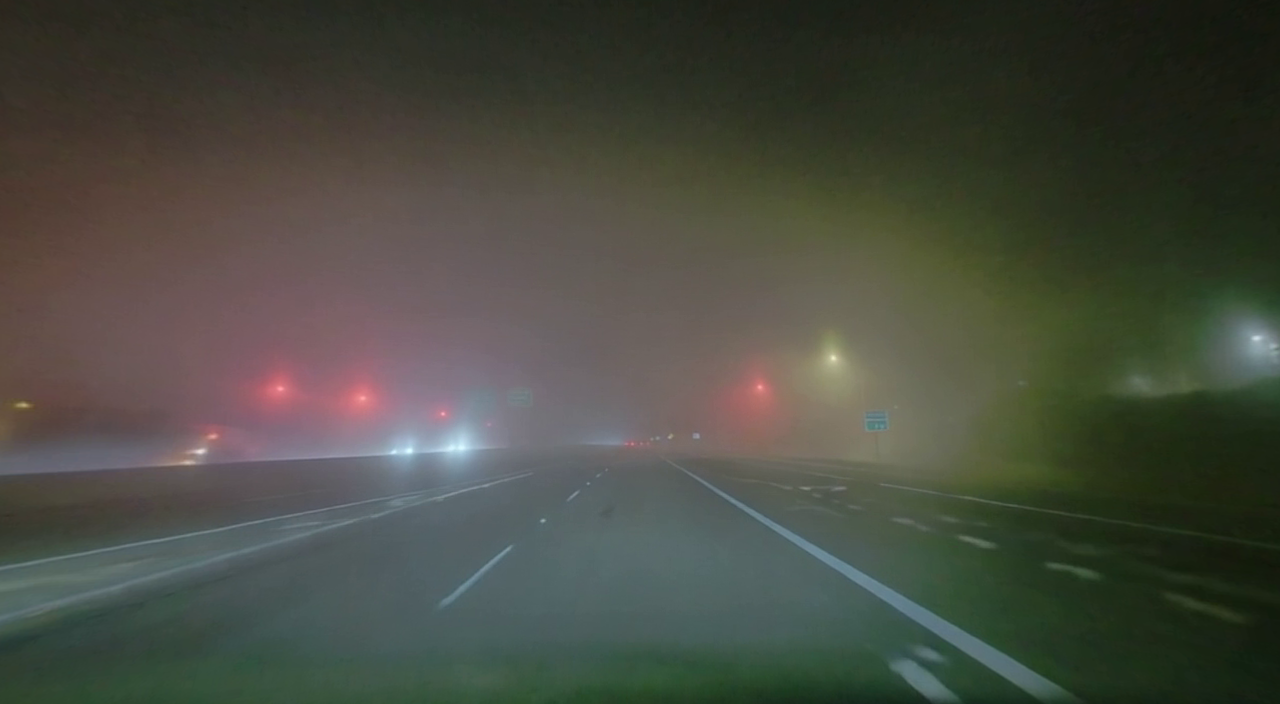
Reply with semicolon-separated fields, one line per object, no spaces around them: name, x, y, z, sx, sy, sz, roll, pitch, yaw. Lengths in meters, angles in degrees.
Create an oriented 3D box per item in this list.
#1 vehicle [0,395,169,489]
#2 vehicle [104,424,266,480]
vehicle;-28.176;4.378;29.771;2.690;3.894;11.560;-1;-10;1
vehicle;-27.895;6.210;39.513;2.739;3.034;9.653;-1;-8;2
